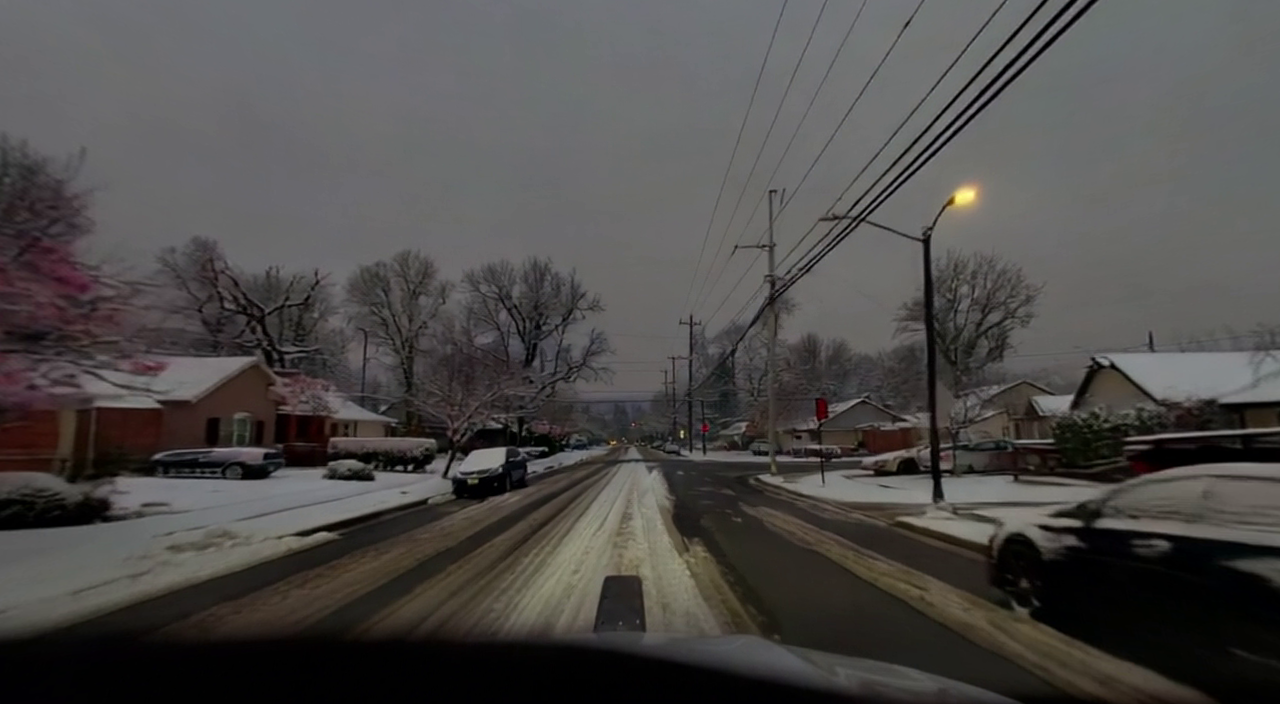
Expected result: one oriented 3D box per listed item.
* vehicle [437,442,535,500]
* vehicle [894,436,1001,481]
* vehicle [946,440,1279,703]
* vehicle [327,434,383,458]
[{"bbox_3d":[-4.684,3.650,19.910,1.938,1.508,4.481,0,-7,0],"label":"vehicle"},{"bbox_3d":[11.840,4.107,24.745,1.881,1.574,4.670,0,-8,1],"label":"vehicle"},{"bbox_3d":[4.184,1.259,3.708,2.074,1.466,5.046,0,-8,-3],"label":"vehicle"},{"bbox_3d":[-18.991,6.254,41.994,1.870,1.492,4.472,8,-12,-44],"label":"vehicle"}]
